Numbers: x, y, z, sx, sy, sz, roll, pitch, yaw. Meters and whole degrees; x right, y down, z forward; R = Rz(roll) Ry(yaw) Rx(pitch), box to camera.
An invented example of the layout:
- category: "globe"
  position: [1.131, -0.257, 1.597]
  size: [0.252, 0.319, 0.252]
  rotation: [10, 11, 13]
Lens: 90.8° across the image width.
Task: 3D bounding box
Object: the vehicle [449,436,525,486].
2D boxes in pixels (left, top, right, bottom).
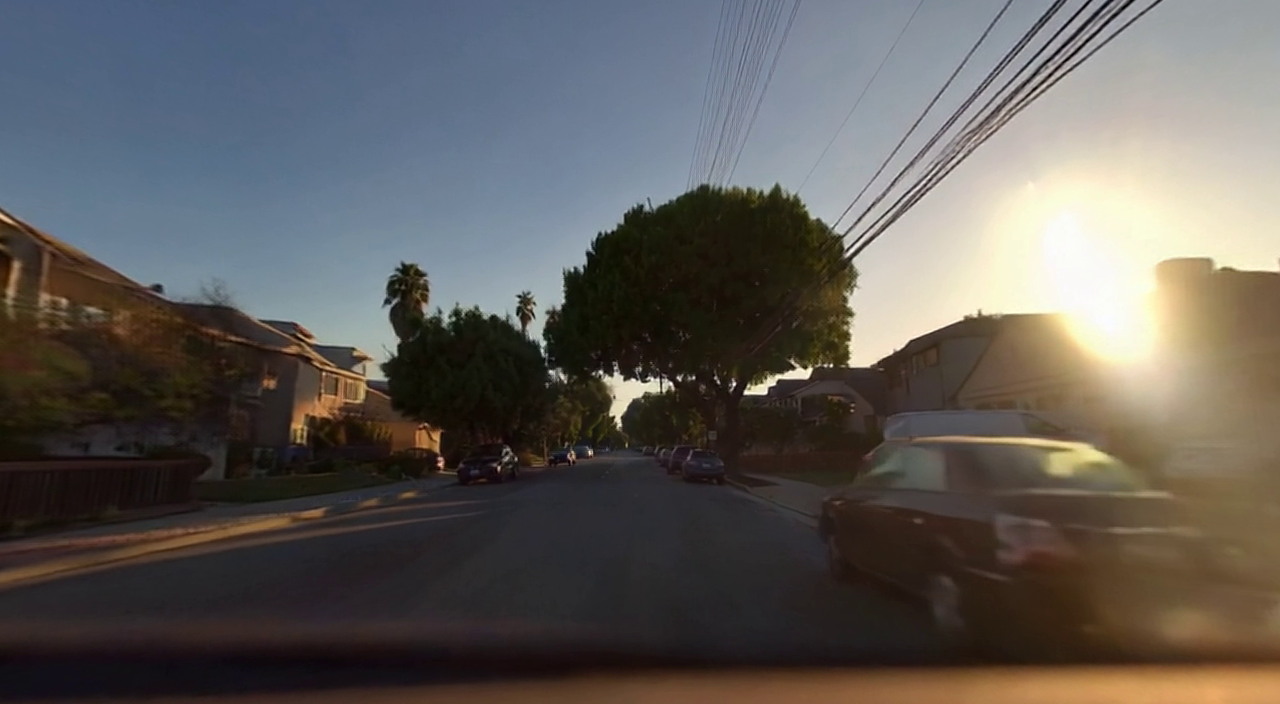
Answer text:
- category: "vehicle"
  position: [-6.588, 4.868, 27.827]
  size: [2.156, 1.932, 4.518]
  rotation: [-2, -12, 1]

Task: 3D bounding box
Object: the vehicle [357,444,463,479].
- category: "vehicle"
  position: [-11.739, 5.605, 32.514]
  size: [4.529, 1.677, 2.204]
  rotation: [0, -9, 0]

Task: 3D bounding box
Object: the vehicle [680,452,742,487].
- category: "vehicle"
  position: [2.790, 4.714, 25.630]
  size: [1.827, 1.286, 3.684]
  rotation: [1, -9, -5]

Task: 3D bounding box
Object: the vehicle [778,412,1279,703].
- category: "vehicle"
  position: [2.754, 1.375, 5.089]
  size: [2.273, 1.530, 4.416]
  rotation: [0, -9, 0]
